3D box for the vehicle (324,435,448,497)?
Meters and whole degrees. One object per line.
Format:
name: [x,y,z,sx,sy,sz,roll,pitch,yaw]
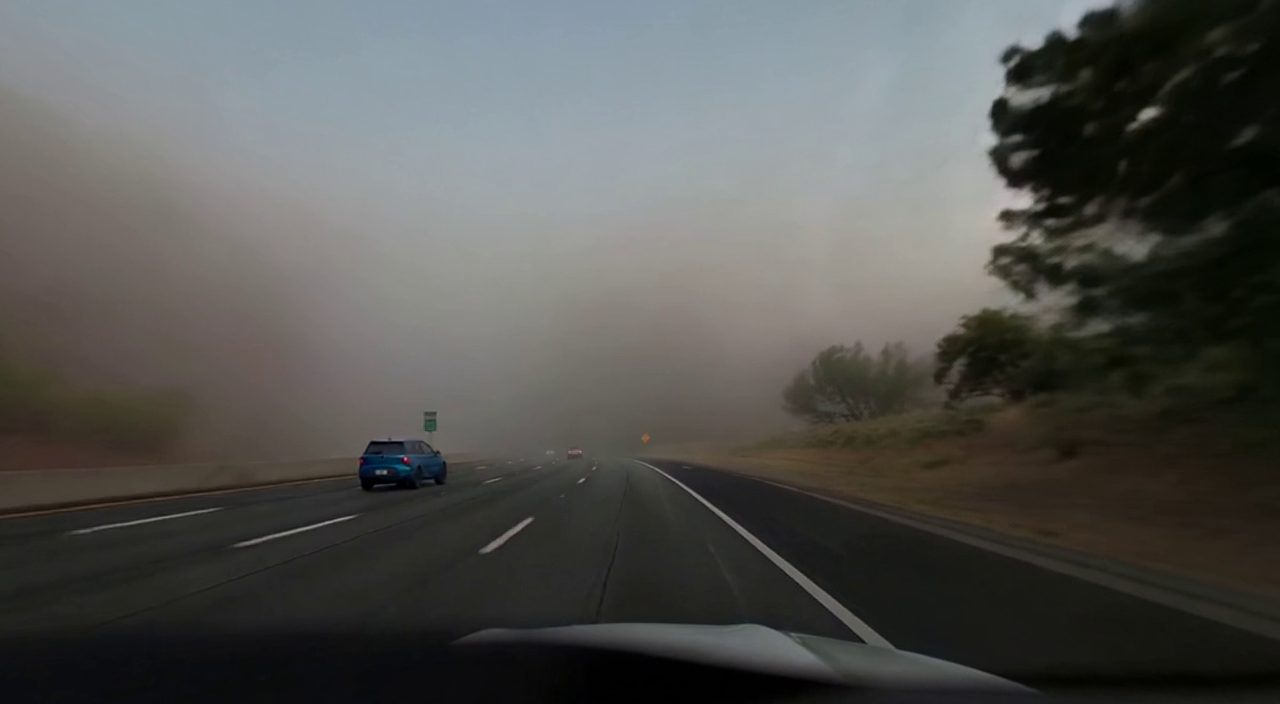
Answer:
vehicle: [-7.727,3.488,19.758,2.046,1.712,4.533,0,-8,-1]
